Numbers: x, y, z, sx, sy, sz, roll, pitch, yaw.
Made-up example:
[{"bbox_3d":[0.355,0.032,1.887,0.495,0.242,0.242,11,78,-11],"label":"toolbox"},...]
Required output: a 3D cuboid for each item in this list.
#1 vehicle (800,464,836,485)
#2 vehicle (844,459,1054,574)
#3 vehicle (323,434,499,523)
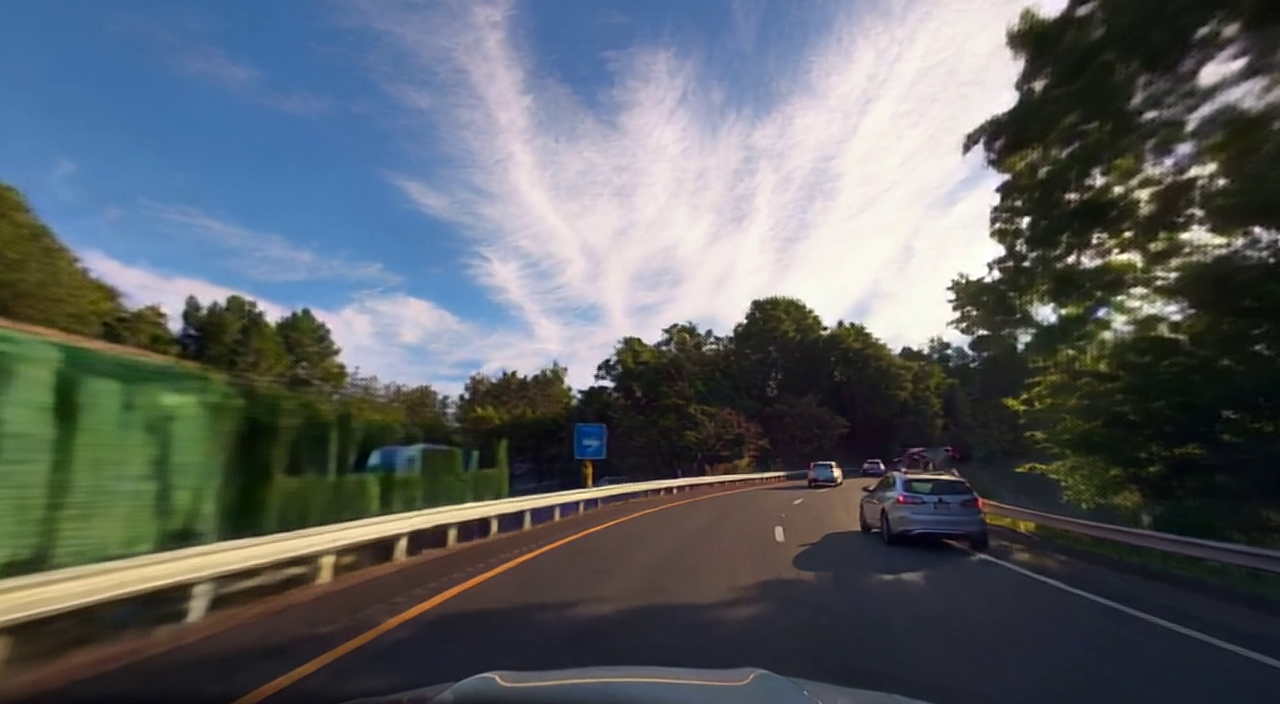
[{"bbox_3d":[13.656,9.347,48.145,1.992,1.503,3.793,-4,-12,25],"label":"vehicle"},{"bbox_3d":[5.118,2.751,11.201,2.023,1.593,4.105,0,-11,7],"label":"vehicle"},{"bbox_3d":[-11.388,6.492,32.847,2.909,3.910,9.340,-3,-11,22],"label":"vehicle"}]
